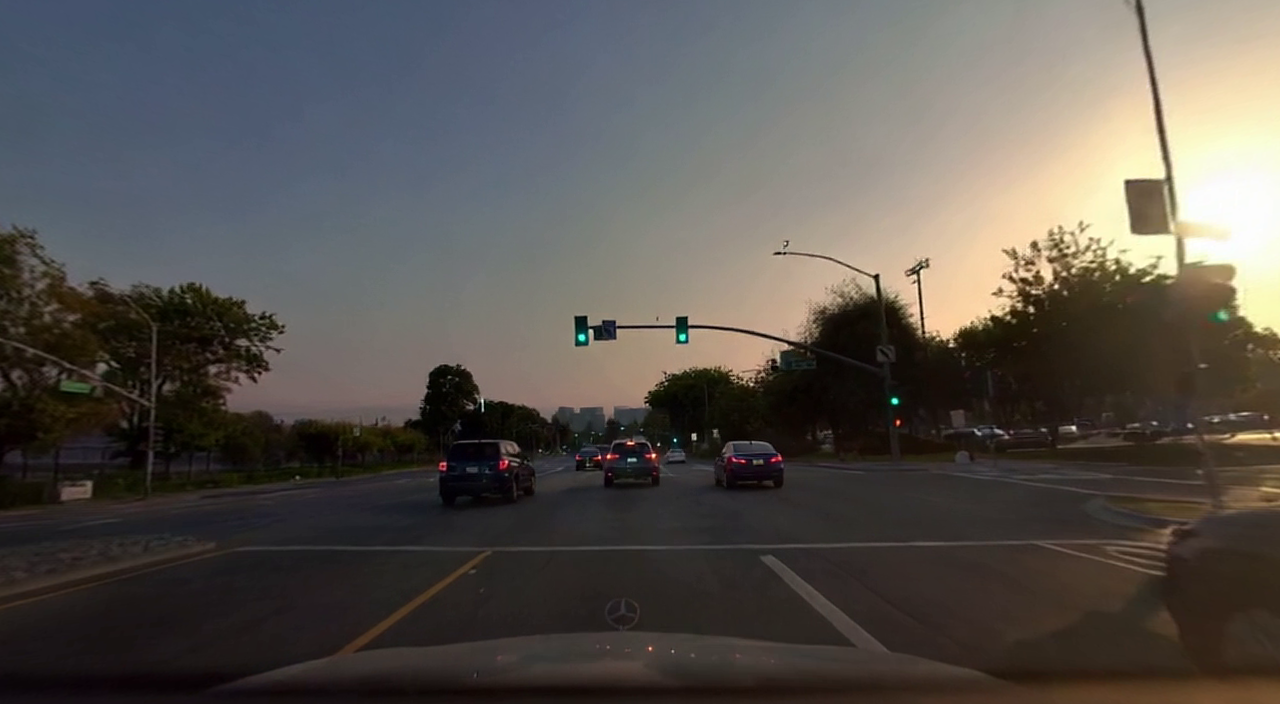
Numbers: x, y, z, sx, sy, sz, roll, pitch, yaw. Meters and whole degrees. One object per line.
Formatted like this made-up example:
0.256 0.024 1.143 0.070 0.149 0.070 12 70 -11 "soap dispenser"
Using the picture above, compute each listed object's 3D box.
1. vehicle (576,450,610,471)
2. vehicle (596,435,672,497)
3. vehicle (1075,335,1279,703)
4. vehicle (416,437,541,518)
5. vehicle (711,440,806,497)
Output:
-3.511 8.168 47.764 2.163 1.488 4.511 -1 -8 1 "vehicle"
-0.164 3.552 20.109 2.150 1.725 4.096 0 -8 0 "vehicle"
3.250 0.554 0.758 2.069 1.644 4.714 0 -8 0 "vehicle"
-3.578 2.836 14.821 1.823 1.602 4.061 -1 -8 1 "vehicle"
3.464 3.486 19.305 2.068 1.541 4.041 0 -8 -1 "vehicle"
